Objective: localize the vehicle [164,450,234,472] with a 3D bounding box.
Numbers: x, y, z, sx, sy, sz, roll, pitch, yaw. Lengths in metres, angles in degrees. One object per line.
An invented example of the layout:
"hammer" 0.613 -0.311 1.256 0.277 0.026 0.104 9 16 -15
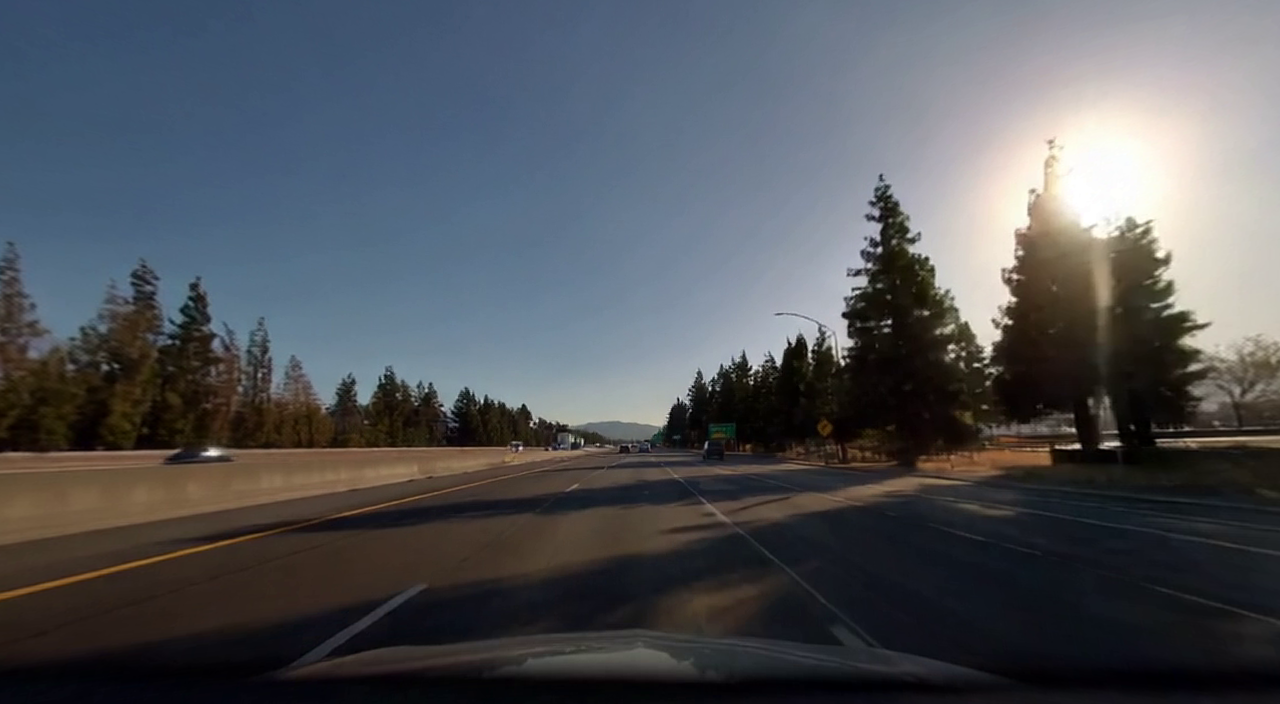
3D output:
"vehicle" -32.367 7.963 46.386 1.846 1.509 4.539 0 -9 1
